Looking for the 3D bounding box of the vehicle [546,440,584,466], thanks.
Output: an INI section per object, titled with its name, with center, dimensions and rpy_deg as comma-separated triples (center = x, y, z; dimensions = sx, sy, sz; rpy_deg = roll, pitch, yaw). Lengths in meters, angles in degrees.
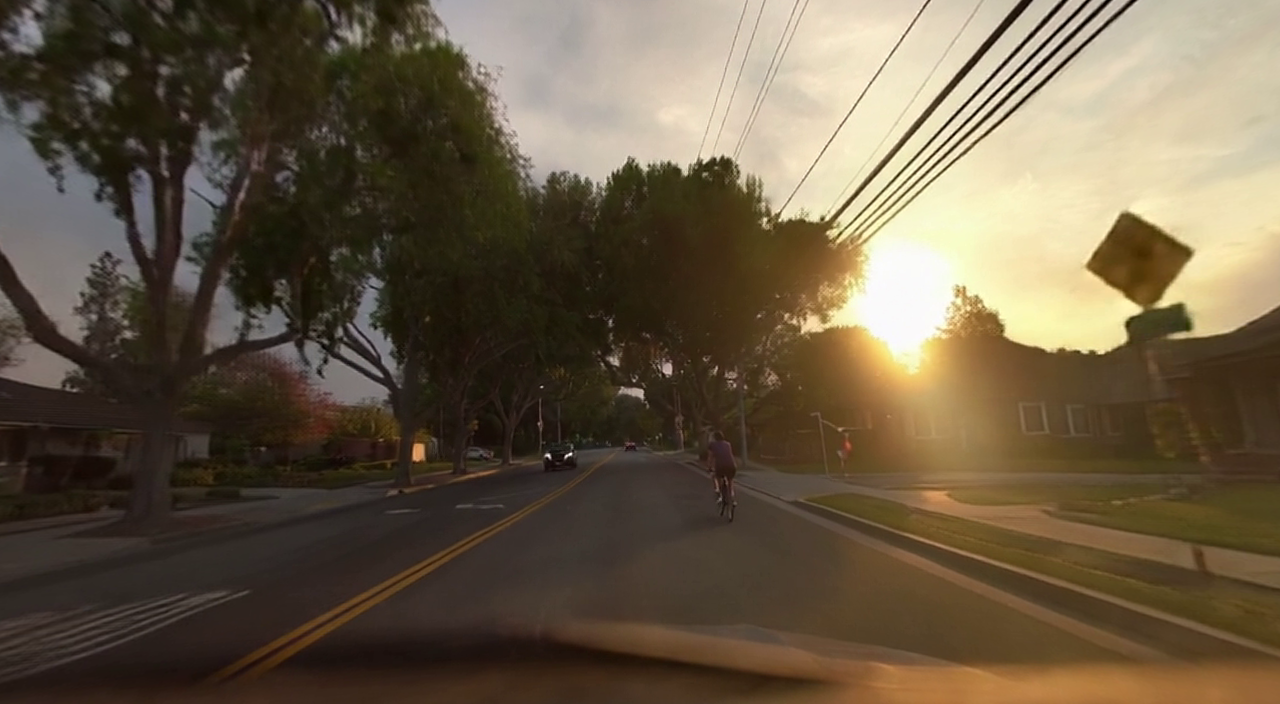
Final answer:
[vehicle]
center = -5.311, 7.233, 45.342
dimensions = 2.073, 1.761, 4.589
rpy_deg = 0, -8, 1
